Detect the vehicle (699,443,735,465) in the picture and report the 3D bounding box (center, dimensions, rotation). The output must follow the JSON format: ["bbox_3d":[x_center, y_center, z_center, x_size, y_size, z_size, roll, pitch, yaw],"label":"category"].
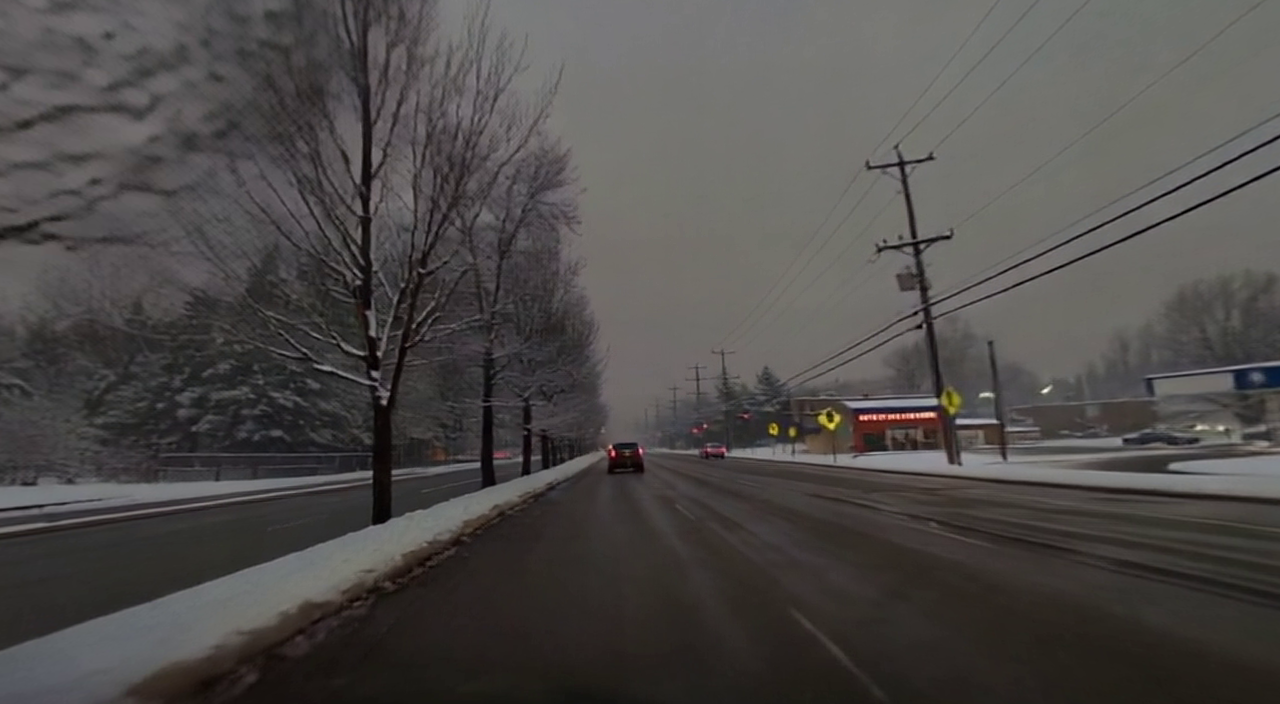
[{"bbox_3d":[5.318,7.070,43.849,1.760,1.481,4.161,0,-8,-3],"label":"vehicle"}]

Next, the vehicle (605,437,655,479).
[{"bbox_3d":[-0.571,5.084,30.531,2.141,1.842,4.889,0,-8,-4],"label":"vehicle"}]
